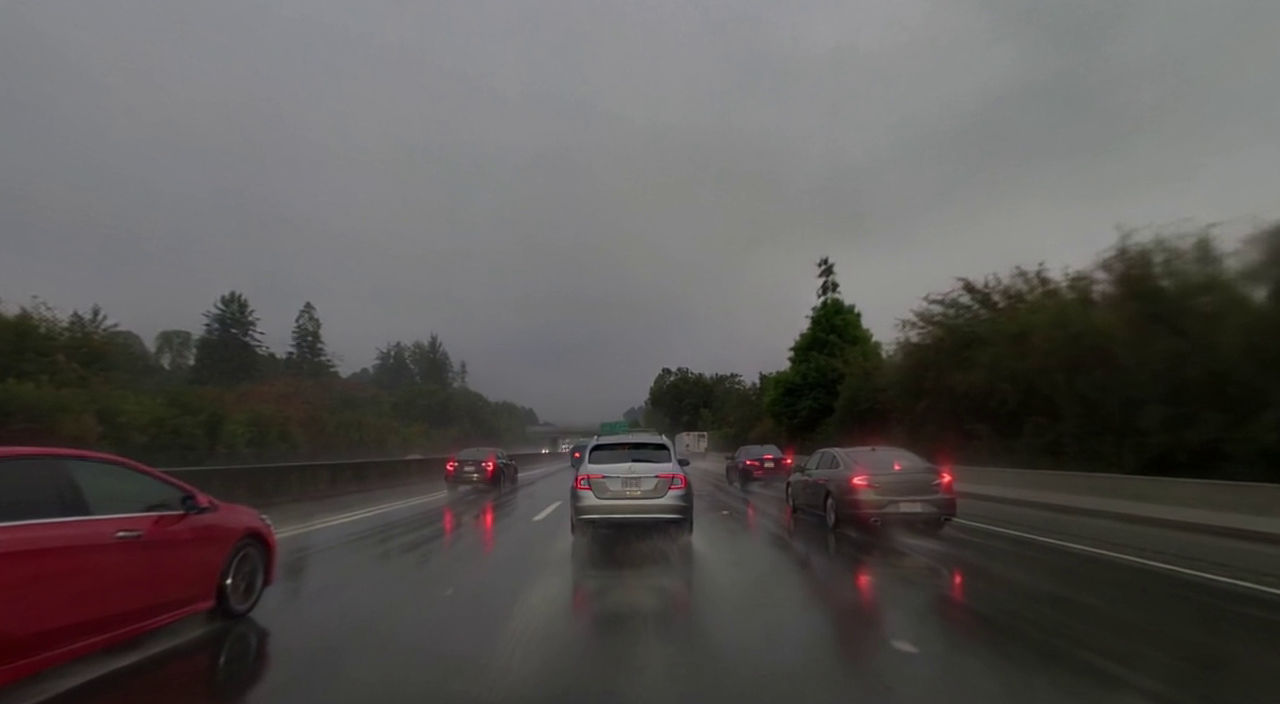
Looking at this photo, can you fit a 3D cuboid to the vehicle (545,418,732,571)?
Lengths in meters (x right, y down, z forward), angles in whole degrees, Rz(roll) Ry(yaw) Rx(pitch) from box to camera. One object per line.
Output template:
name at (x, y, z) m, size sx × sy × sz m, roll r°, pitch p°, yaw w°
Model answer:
vehicle at (-0.070, 1.903, 9.059) m, size 2.093 × 1.695 × 3.782 m, roll 0°, pitch -9°, yaw -2°

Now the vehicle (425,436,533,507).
vehicle at (-4.258, 3.221, 17.337) m, size 1.890 × 1.708 × 3.844 m, roll 0°, pitch -9°, yaw 1°

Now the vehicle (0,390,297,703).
vehicle at (-4.501, 1.150, 4.011) m, size 2.173 × 1.660 × 4.373 m, roll 0°, pitch -9°, yaw 0°

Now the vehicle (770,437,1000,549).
vehicle at (3.663, 2.193, 10.507) m, size 1.953 × 1.434 × 4.511 m, roll 0°, pitch -9°, yaw -1°
